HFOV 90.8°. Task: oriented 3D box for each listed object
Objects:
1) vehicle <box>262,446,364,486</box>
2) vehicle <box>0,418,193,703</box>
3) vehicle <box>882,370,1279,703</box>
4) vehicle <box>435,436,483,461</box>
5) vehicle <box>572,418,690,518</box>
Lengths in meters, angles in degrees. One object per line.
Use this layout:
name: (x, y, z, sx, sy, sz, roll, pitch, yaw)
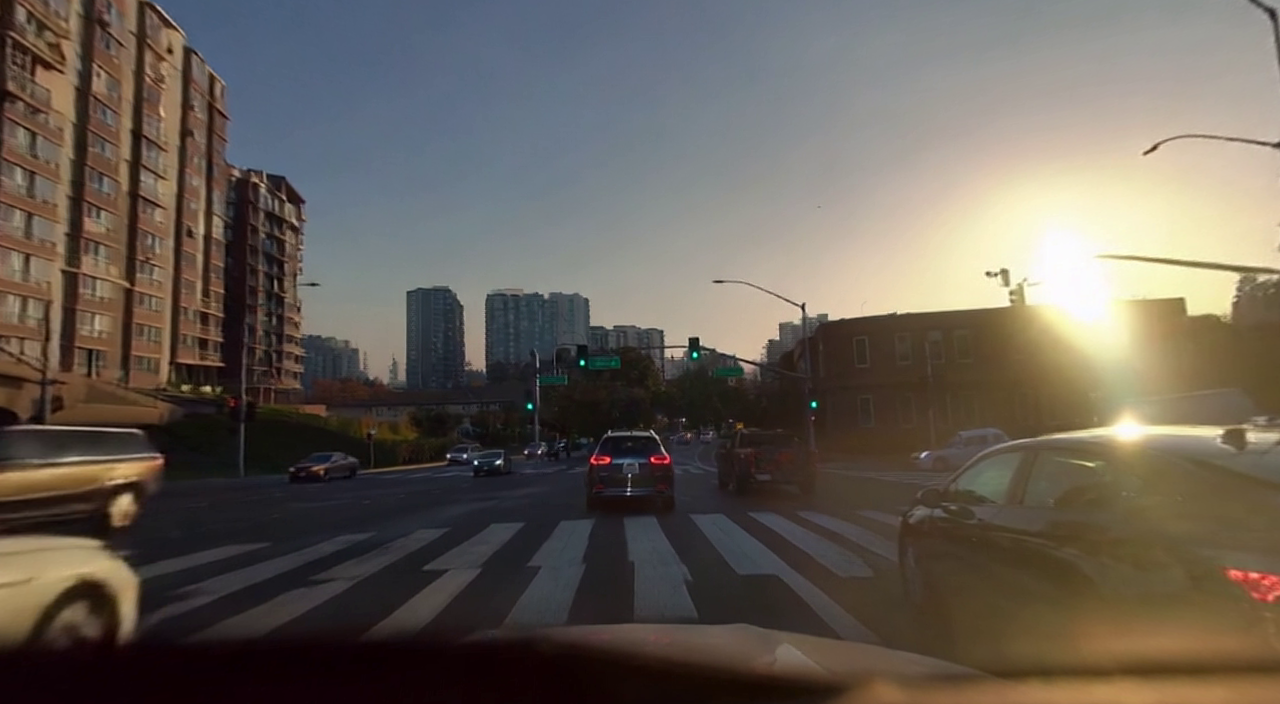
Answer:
vehicle: (-13.469, 4.678, 26.351, 1.943, 1.487, 4.472, 0, -8, -1)
vehicle: (-3.741, 0.849, 1.411, 2.055, 1.488, 4.733, 0, -8, -1)
vehicle: (3.146, 1.068, 3.514, 1.906, 1.608, 4.137, 0, -8, -1)
vehicle: (-13.260, 7.085, 46.637, 1.964, 1.712, 5.236, 0, -8, 0)
vehicle: (-0.143, 2.559, 14.566, 2.206, 1.858, 5.332, 0, -8, 1)
